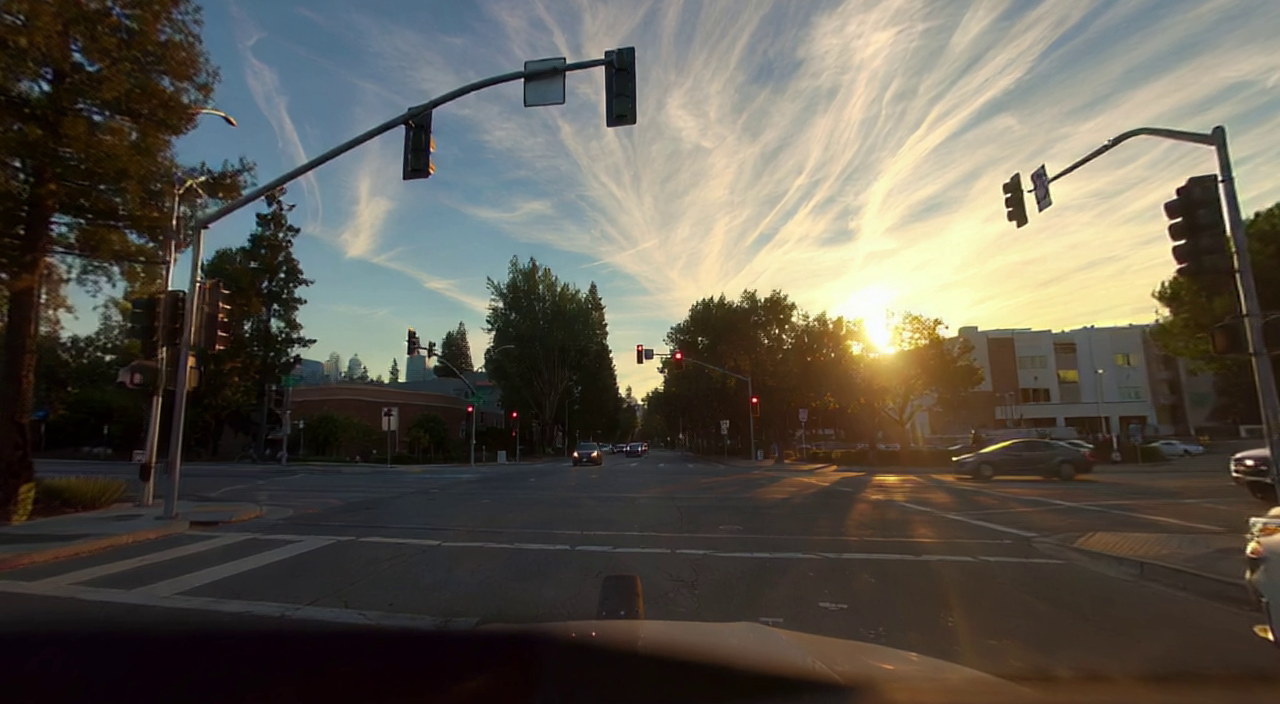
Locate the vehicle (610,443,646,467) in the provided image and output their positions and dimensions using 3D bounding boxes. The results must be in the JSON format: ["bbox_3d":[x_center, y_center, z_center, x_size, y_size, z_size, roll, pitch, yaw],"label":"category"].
[{"bbox_3d":[-0.873,6.852,42.128,2.056,1.492,3.937,1,-9,-6],"label":"vehicle"}]

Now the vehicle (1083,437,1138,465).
[{"bbox_3d":[26.969,5.654,36.141,2.092,1.474,4.046,-8,-11,41],"label":"vehicle"}]

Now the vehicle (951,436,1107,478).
[{"bbox_3d":[14.601,3.988,24.024,4.588,1.484,2.000,-3,-9,14],"label":"vehicle"}]

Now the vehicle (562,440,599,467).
[{"bbox_3d":[-4.114,7.104,44.251,2.251,1.756,4.610,0,-9,-2],"label":"vehicle"}]
